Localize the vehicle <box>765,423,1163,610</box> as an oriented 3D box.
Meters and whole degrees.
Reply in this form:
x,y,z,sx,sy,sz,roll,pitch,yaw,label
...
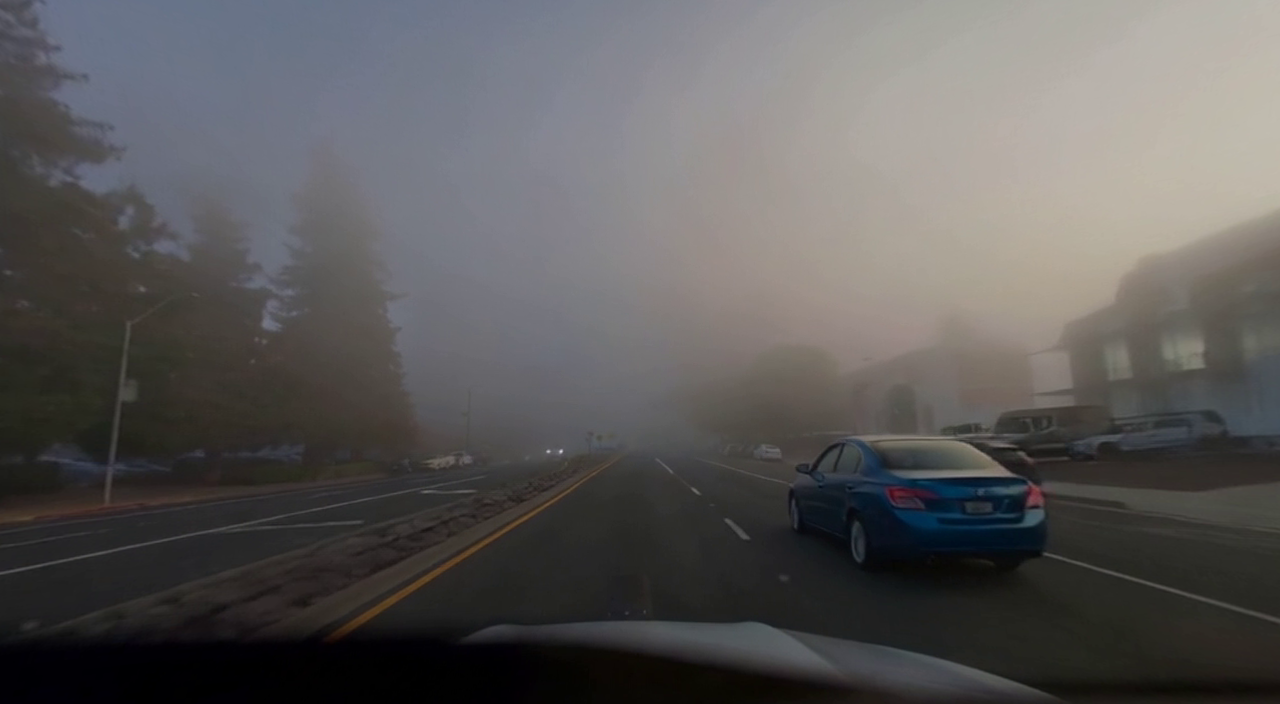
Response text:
x,y,z,sx,sy,sz,roll,pitch,yaw,label
2.994,1.629,7.249,2.141,1.443,4.499,0,-9,-1,vehicle
